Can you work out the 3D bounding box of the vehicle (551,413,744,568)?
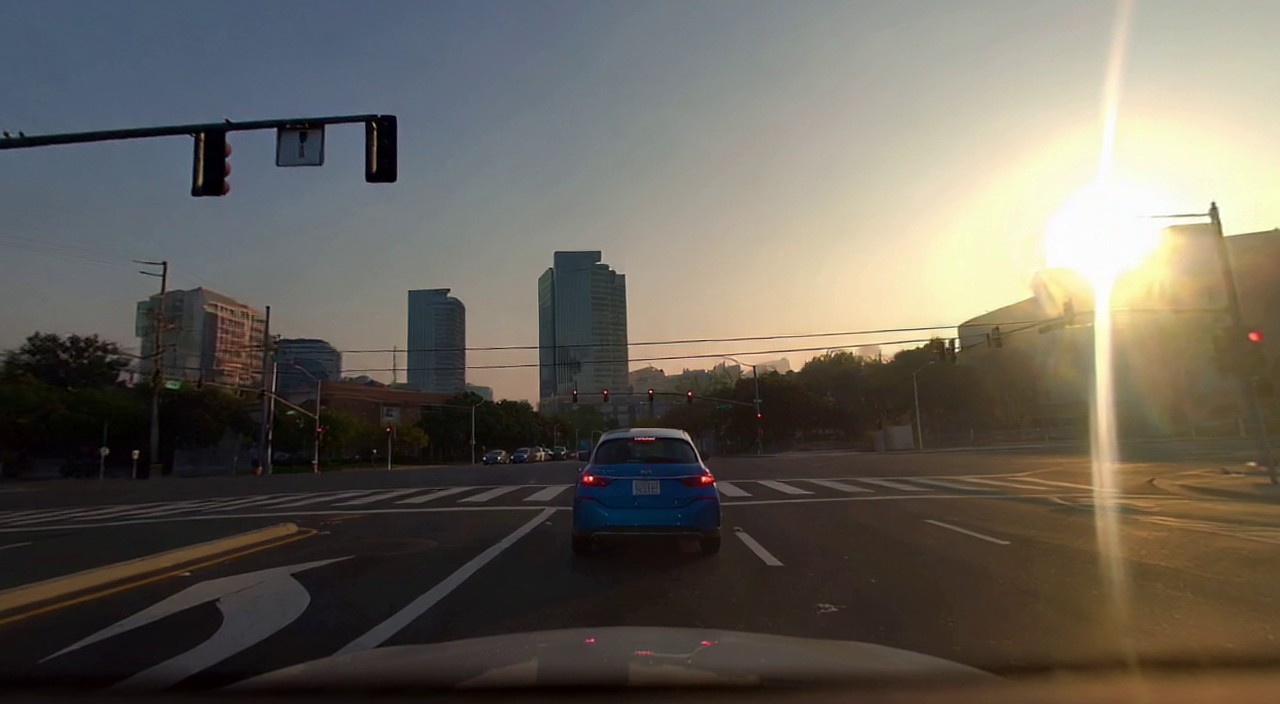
[{"bbox_3d":[0.041,1.755,8.706,2.027,1.626,3.942,0,-8,-1],"label":"vehicle"}]
